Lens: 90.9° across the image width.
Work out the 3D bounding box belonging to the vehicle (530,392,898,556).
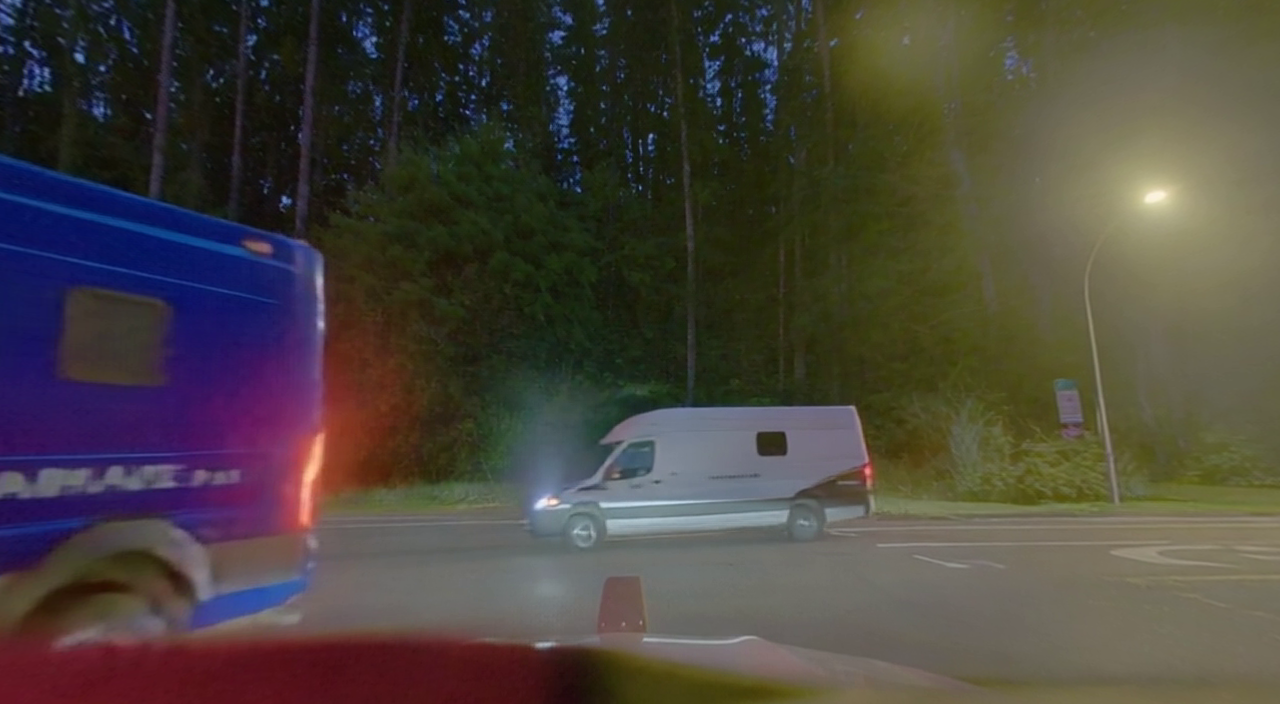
[{"bbox_3d":[1.114,2.047,11.070,5.923,2.424,2.247,1,-9,-11],"label":"vehicle"}]

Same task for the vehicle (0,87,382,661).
[{"bbox_3d":[-6.402,-0.061,2.847,2.740,3.622,9.765,-6,-10,32],"label":"vehicle"}]
